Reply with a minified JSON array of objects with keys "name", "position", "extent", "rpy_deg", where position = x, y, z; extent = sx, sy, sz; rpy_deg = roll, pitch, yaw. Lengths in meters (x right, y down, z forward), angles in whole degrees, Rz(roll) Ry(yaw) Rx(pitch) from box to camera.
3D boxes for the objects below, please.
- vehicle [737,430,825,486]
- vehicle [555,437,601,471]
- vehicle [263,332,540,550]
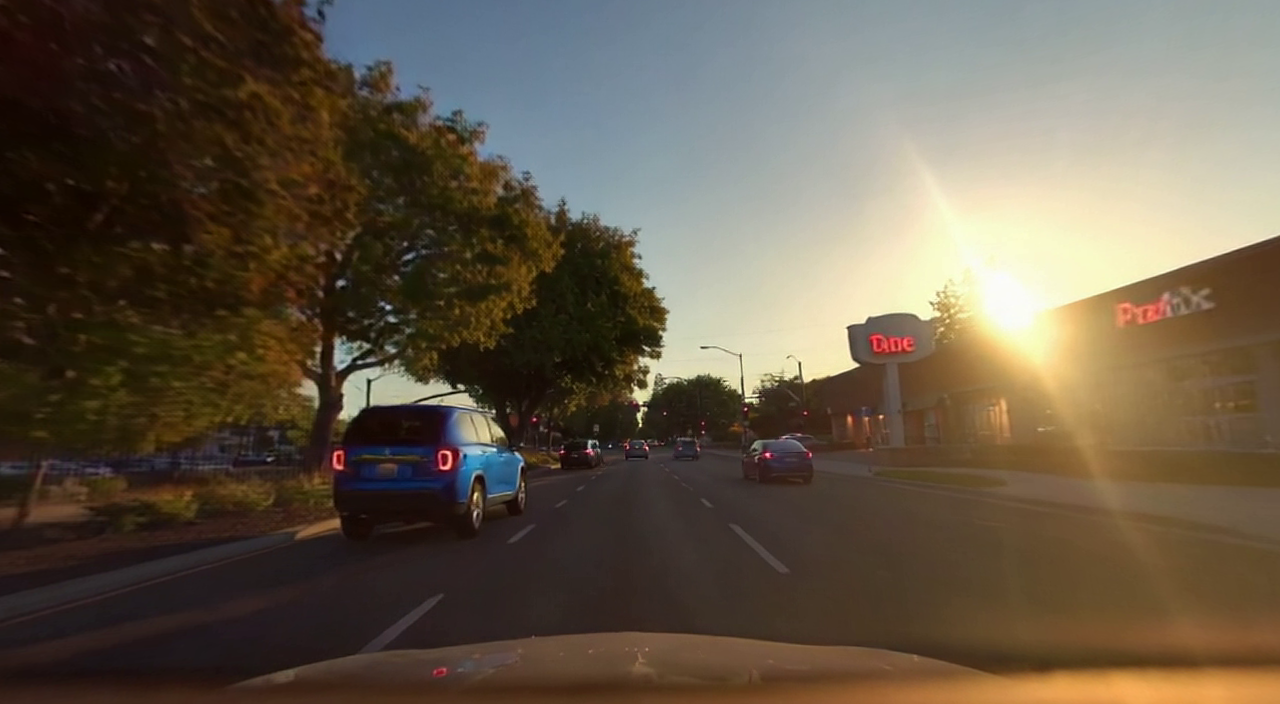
[{"name":"vehicle","position":[4.486,3.451,20.773],"extent":[1.869,1.646,4.166],"rpy_deg":[0,-9,-1]},{"name":"vehicle","position":[-3.364,5.650,35.159],"extent":[2.030,1.724,4.365],"rpy_deg":[0,-9,1]},{"name":"vehicle","position":[-3.498,1.555,11.049],"extent":[2.443,2.784,5.862],"rpy_deg":[0,-9,1]}]
